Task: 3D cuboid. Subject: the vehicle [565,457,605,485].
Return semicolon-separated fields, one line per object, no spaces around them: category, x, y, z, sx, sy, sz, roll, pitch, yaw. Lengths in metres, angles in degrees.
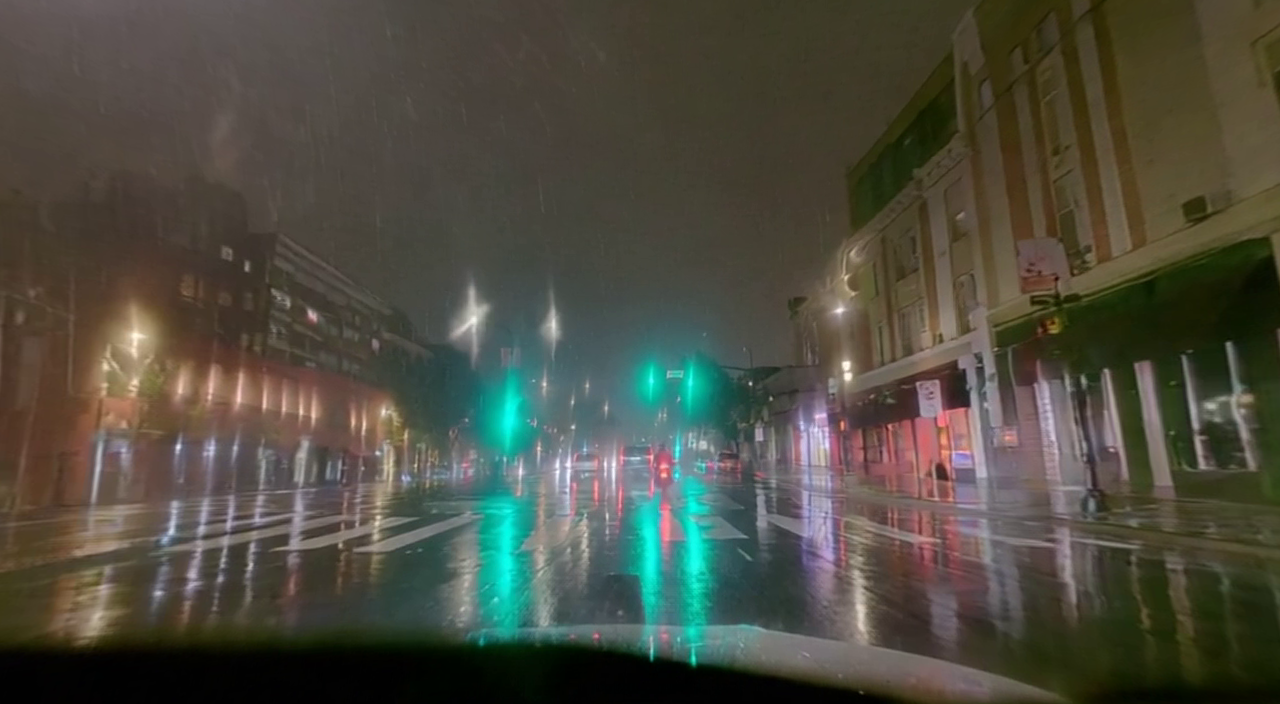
vehicle;-3.210;7.069;37.727;2.014;1.470;4.552;0;-9;-1

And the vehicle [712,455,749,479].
vehicle;6.706;8.547;47.093;2.069;1.590;4.066;0;-9;-1

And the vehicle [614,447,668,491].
vehicle;-0.021;5.108;27.983;2.223;1.775;4.250;0;-9;-2
